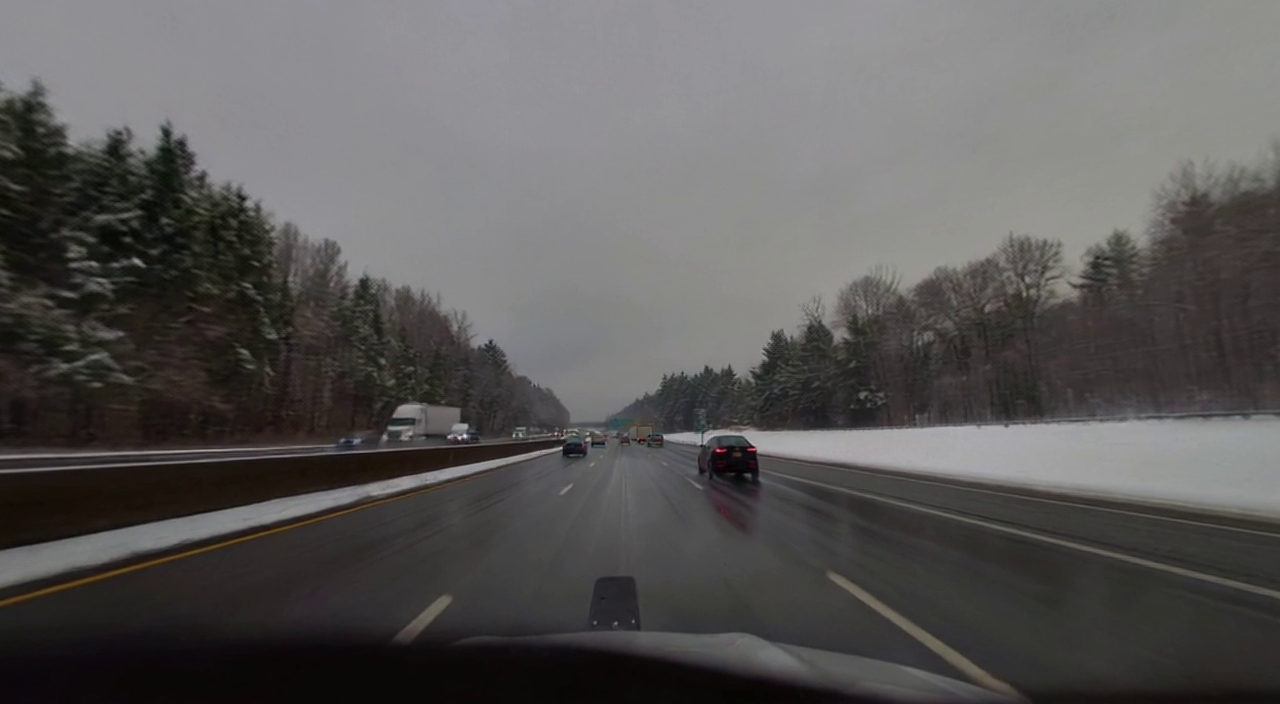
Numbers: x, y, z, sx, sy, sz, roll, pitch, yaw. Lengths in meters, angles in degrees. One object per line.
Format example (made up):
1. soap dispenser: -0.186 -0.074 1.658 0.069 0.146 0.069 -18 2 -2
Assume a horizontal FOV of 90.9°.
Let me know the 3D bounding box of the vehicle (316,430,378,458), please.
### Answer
1. vehicle: -16.370 5.153 35.435 1.743 1.457 3.792 0 -8 -1

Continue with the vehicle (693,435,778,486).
1. vehicle: 2.949 3.429 20.343 1.990 1.480 3.865 1 -8 -3

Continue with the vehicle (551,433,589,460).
1. vehicle: -4.527 6.185 41.520 2.011 1.614 4.808 0 -8 -1
